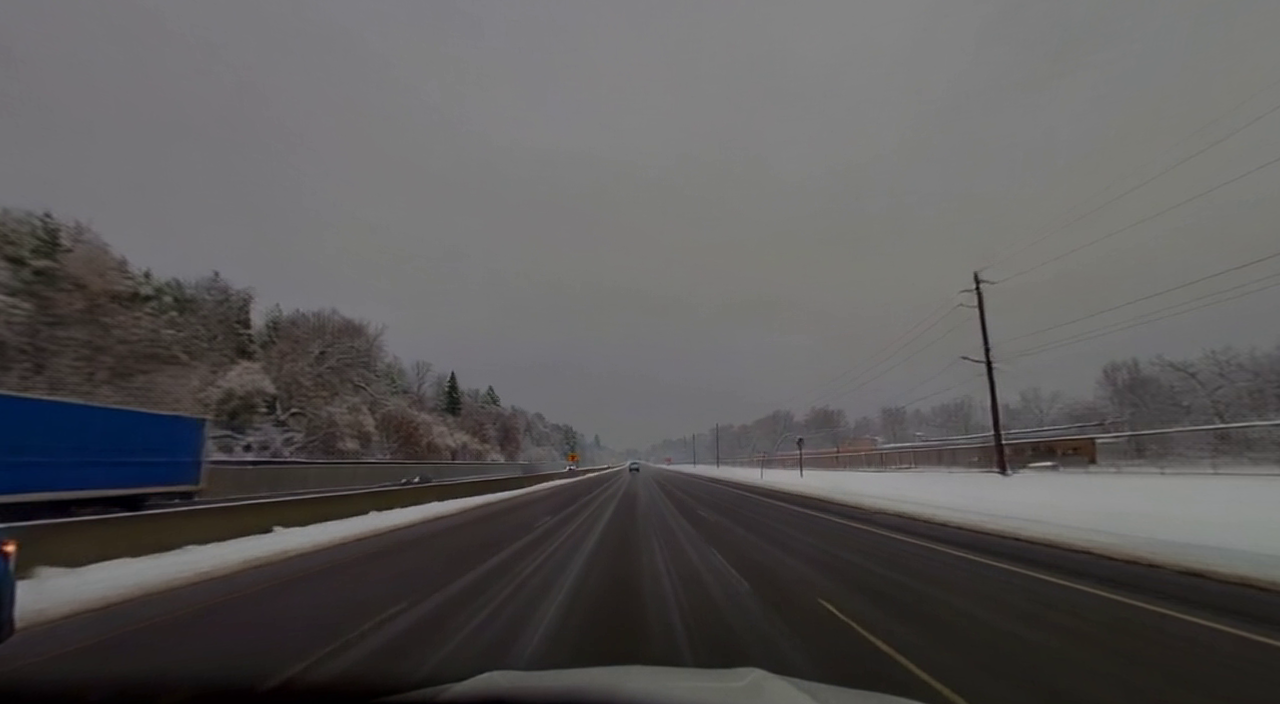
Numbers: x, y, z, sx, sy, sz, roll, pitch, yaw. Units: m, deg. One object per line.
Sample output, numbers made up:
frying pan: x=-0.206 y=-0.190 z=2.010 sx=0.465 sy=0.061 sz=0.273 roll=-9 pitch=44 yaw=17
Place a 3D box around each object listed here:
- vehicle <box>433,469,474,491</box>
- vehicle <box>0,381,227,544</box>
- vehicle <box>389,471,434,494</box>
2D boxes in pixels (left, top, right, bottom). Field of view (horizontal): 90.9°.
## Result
vehicle: x=-13.323 y=9.186 z=45.266 sx=1.776 sy=1.460 sz=3.883 roll=1 pitch=-10 yaw=0
vehicle: x=-17.662 y=3.056 z=17.412 sx=2.890 sy=4.047 sz=14.234 roll=1 pitch=-10 yaw=0
vehicle: x=-16.793 y=9.601 z=46.497 sx=1.847 sy=1.527 sz=4.084 roll=1 pitch=-10 yaw=-1
